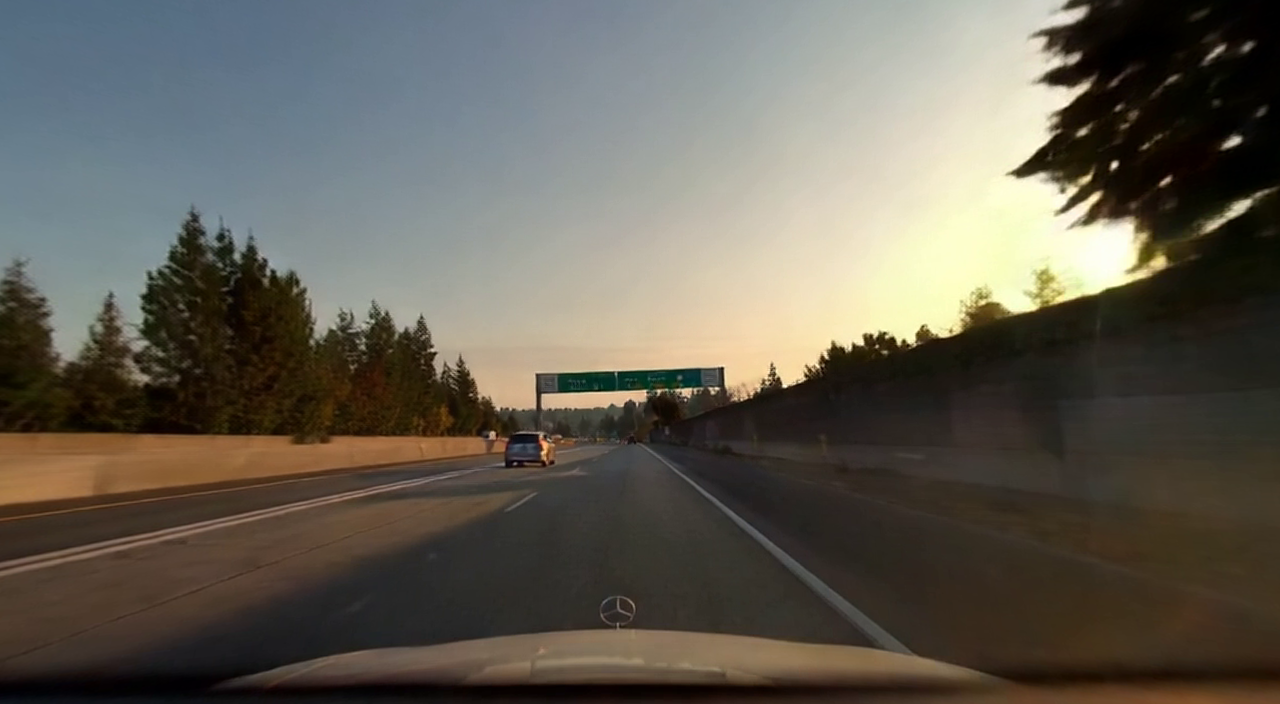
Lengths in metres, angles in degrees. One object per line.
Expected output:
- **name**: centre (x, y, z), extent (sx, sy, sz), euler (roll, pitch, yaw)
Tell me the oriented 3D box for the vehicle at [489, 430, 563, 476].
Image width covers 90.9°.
- **vehicle**: centre (-4.420, 3.954, 25.134), extent (2.129, 1.641, 4.263), euler (0, -7, 0)
